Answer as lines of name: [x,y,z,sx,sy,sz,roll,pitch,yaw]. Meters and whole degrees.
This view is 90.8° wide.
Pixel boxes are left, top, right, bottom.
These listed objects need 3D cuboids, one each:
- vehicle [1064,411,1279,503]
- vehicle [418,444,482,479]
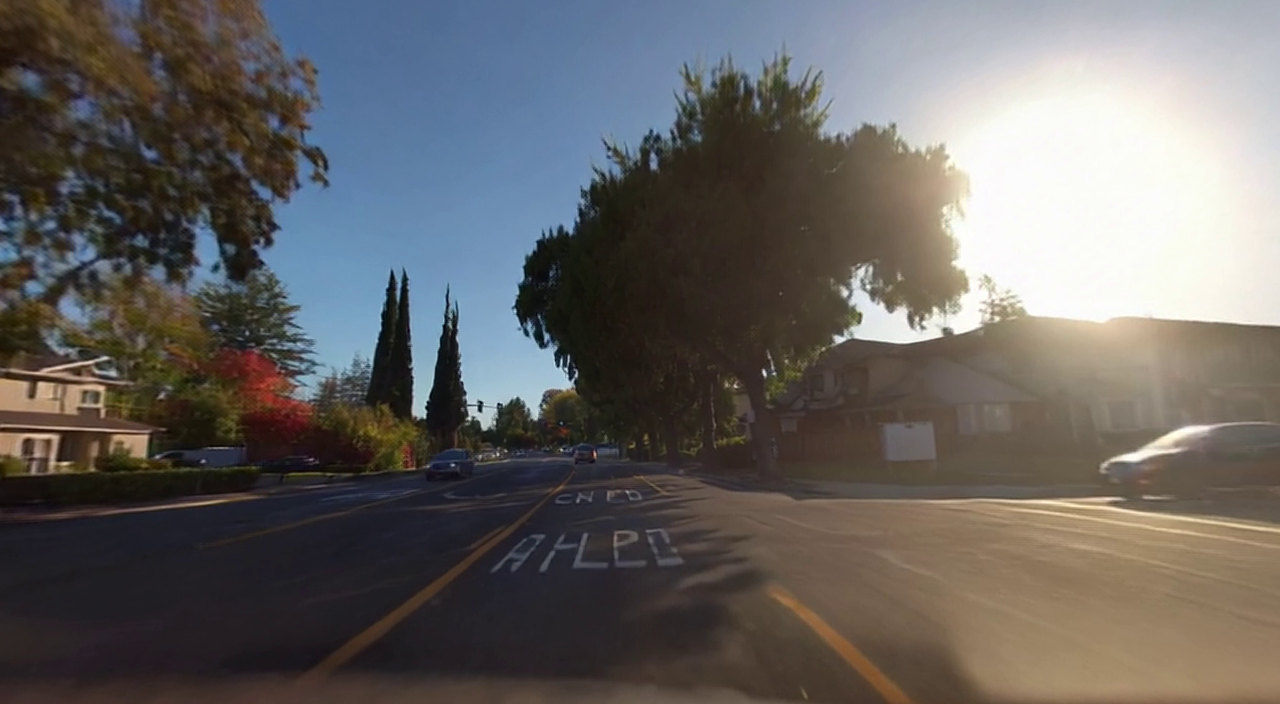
vehicle: [11.591,2.061,12.648,4.702,1.661,1.977,-1,-8,1]
vehicle: [-10.408,5.999,34.937,2.053,1.727,4.651,-1,-8,0]
